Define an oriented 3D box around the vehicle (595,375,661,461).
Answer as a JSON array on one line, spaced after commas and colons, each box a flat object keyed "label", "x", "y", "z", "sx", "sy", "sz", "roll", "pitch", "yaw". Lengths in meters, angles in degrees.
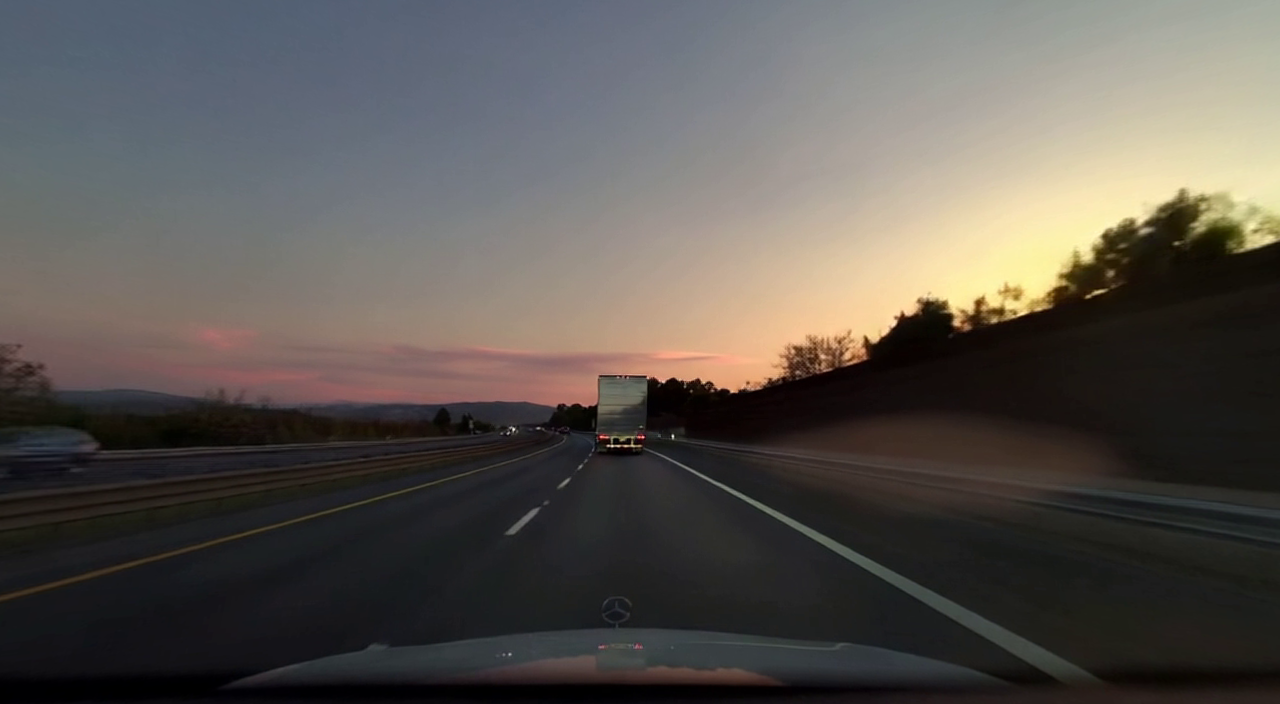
[{"label": "vehicle", "x": -0.751, "y": 3.760, "z": 34.422, "sx": 3.023, "sy": 3.965, "sz": 10.402, "roll": 0, "pitch": -8, "yaw": -2}]
